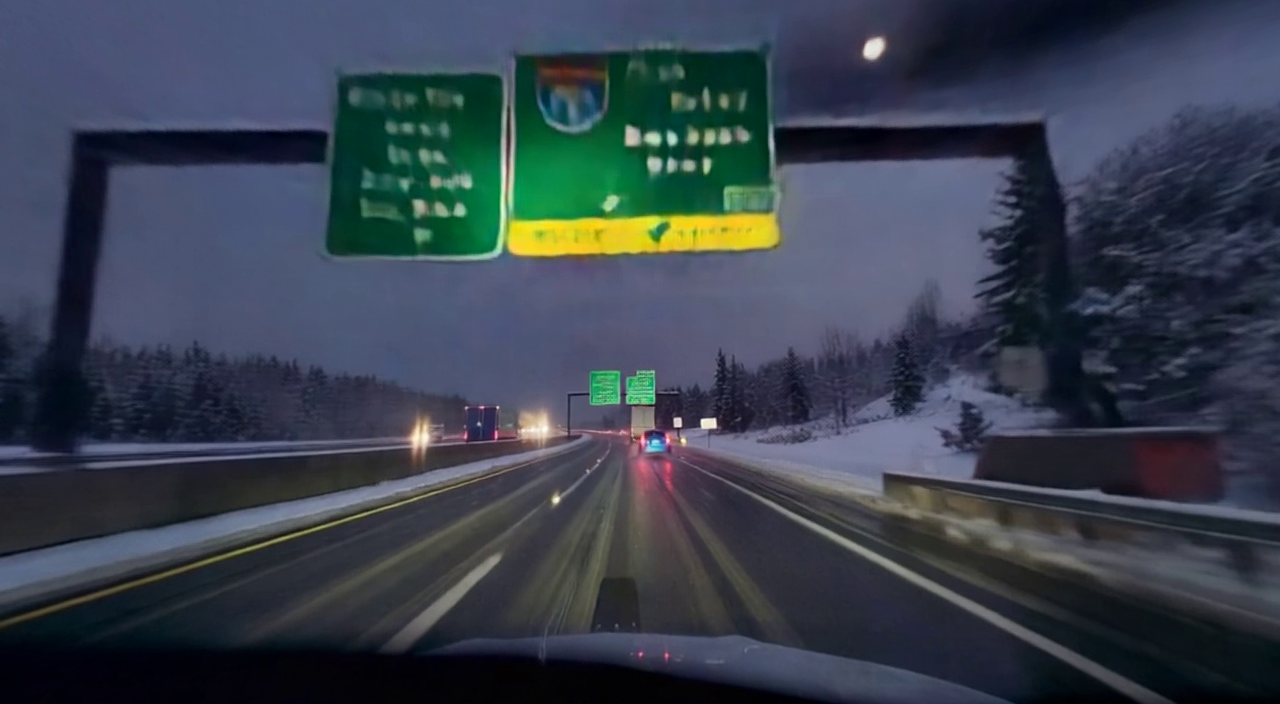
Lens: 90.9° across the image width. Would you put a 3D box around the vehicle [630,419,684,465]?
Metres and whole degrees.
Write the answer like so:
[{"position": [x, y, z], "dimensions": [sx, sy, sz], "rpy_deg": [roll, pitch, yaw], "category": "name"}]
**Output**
[{"position": [0.682, 4.042, 28.541], "dimensions": [2.076, 1.914, 4.287], "rpy_deg": [0, -8, -3], "category": "vehicle"}]
